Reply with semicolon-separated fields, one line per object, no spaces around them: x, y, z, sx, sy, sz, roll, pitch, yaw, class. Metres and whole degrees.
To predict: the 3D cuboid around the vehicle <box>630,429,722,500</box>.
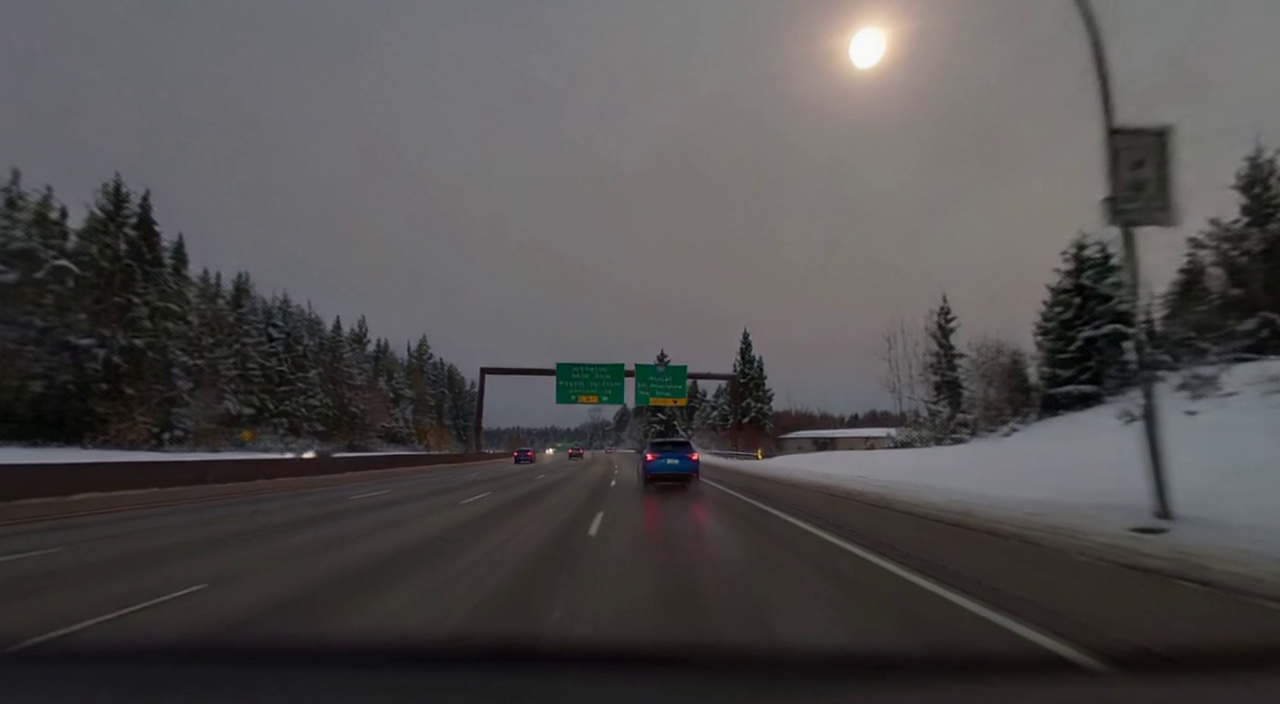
0.853;3.083;17.651;2.120;1.706;4.226;0;-8;-3;vehicle

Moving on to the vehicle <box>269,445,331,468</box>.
-24.044;7.402;44.817;1.939;1.519;4.600;0;-8;-2;vehicle
